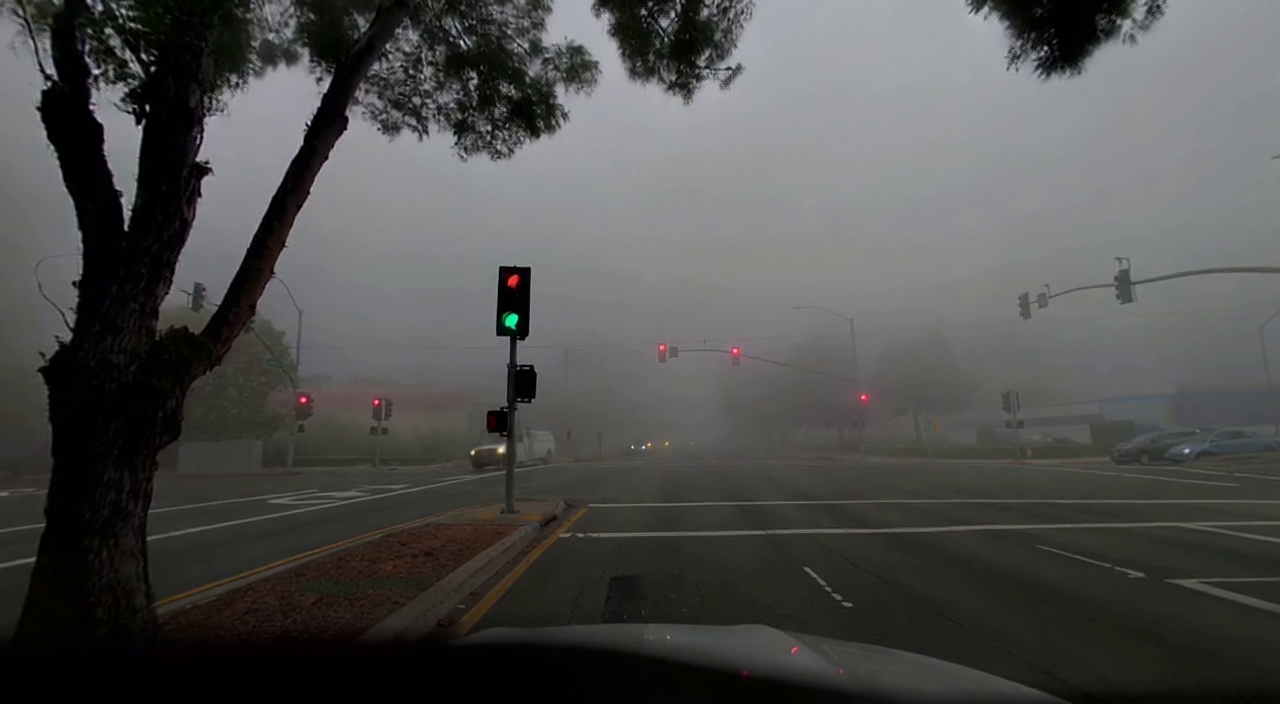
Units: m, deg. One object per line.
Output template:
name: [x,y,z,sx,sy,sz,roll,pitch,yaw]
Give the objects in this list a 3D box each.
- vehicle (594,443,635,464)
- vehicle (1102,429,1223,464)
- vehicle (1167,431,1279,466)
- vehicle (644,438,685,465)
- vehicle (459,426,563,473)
vehicle: [-1.844,7.436,46.501,2.076,1.476,3.873,-2,-8,13]
vehicle: [25.921,4.674,31.352,4.441,1.674,2.035,1,-8,-8]
vehicle: [26.289,4.246,27.890,4.644,1.470,1.922,1,-8,-10]
vehicle: [1.741,6.774,43.256,2.197,1.739,4.177,-2,-8,10]
vehicle: [-6.830,5.404,35.199,2.775,2.246,9.043,-1,-8,8]
